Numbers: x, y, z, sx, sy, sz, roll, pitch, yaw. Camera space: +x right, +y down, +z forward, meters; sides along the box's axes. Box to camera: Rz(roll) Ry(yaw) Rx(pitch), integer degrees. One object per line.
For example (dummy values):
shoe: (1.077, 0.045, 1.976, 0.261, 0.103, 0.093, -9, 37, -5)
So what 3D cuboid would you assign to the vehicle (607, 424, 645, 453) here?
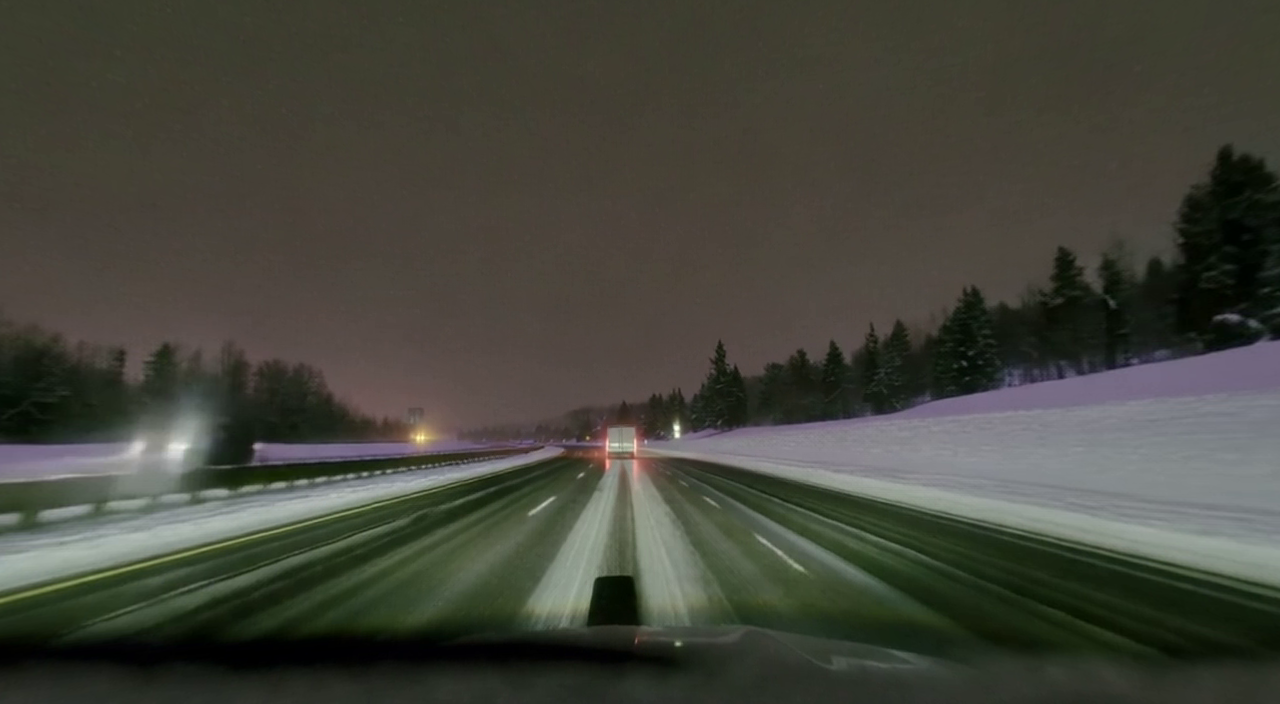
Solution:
vehicle: (-0.952, 5.357, 38.920, 2.157, 1.647, 4.524, 0, -8, -3)
